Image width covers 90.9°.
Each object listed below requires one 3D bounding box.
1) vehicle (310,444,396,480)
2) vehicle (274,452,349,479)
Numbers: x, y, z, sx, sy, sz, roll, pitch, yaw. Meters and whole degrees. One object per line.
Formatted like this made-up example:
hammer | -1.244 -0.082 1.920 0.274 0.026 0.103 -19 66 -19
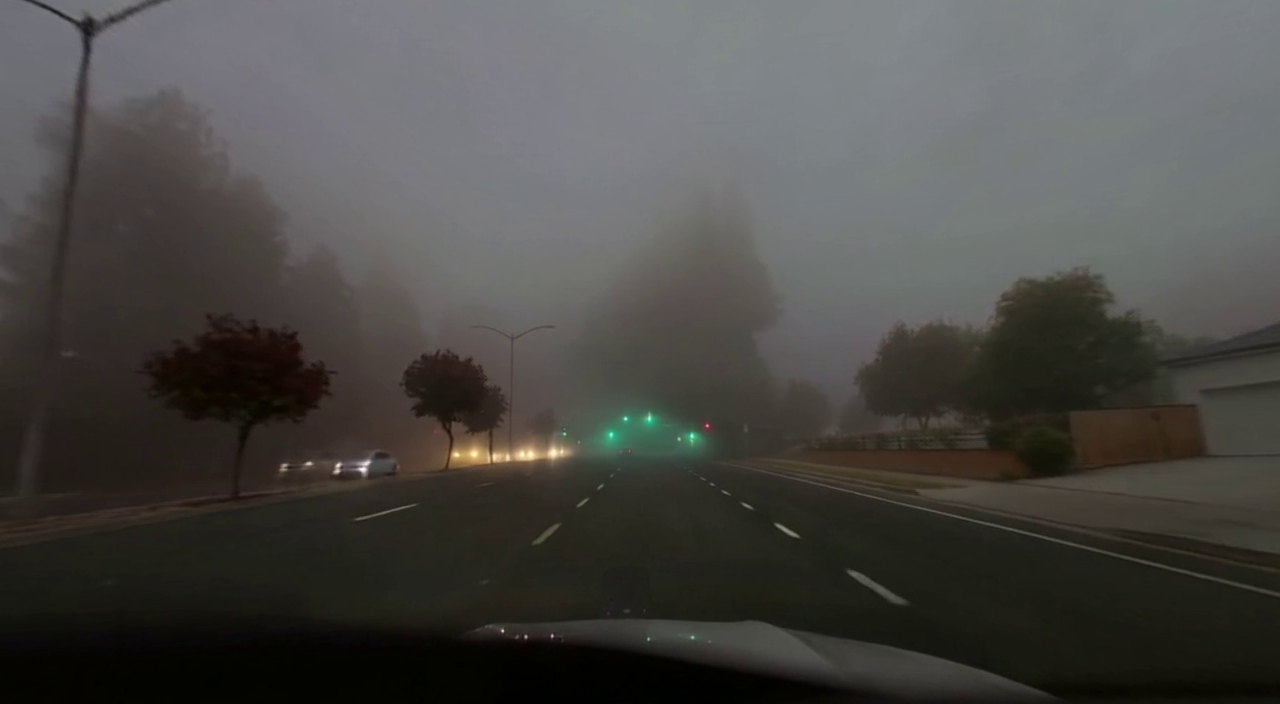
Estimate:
vehicle | -13.146 5.039 29.162 1.994 1.518 4.072 0 -9 1
vehicle | -20.640 7.134 39.838 2.062 1.504 4.877 0 -9 0
